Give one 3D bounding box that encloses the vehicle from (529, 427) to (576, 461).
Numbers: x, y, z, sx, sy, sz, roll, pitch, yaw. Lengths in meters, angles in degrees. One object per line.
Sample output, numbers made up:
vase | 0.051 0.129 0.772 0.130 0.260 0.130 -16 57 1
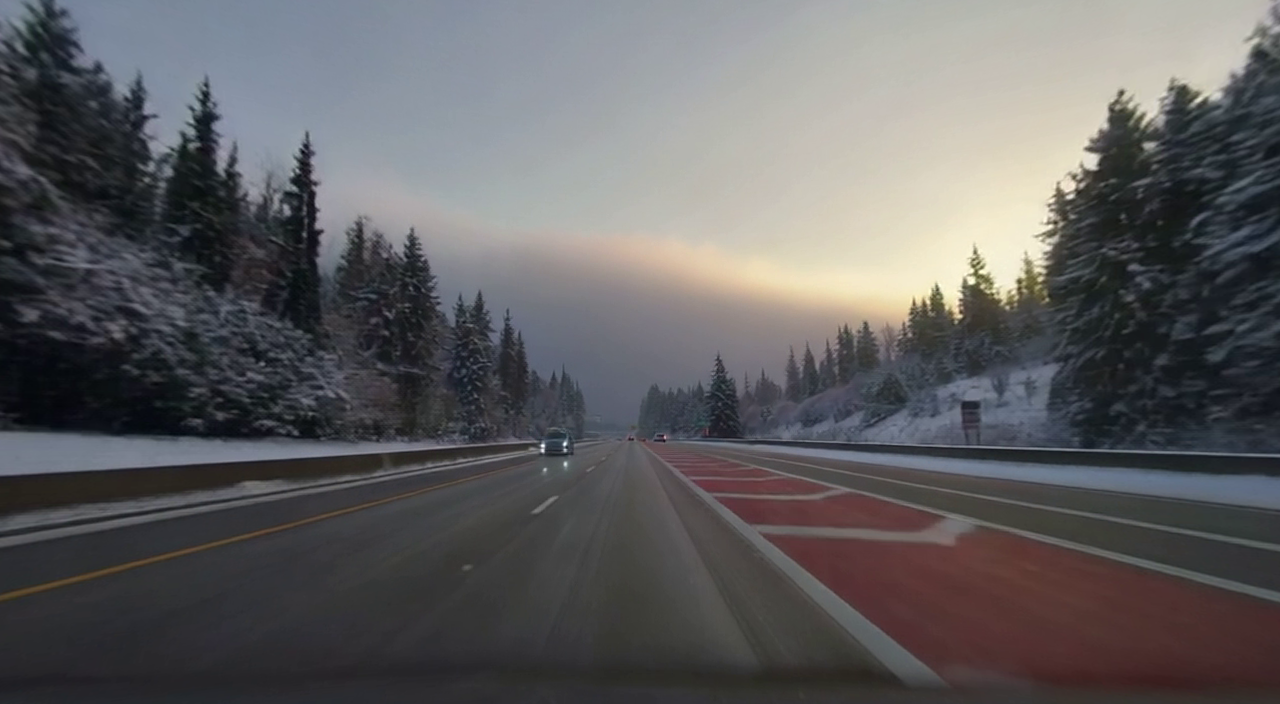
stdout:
vehicle | -5.445 5.804 39.829 2.272 1.960 5.191 0 -8 -1
